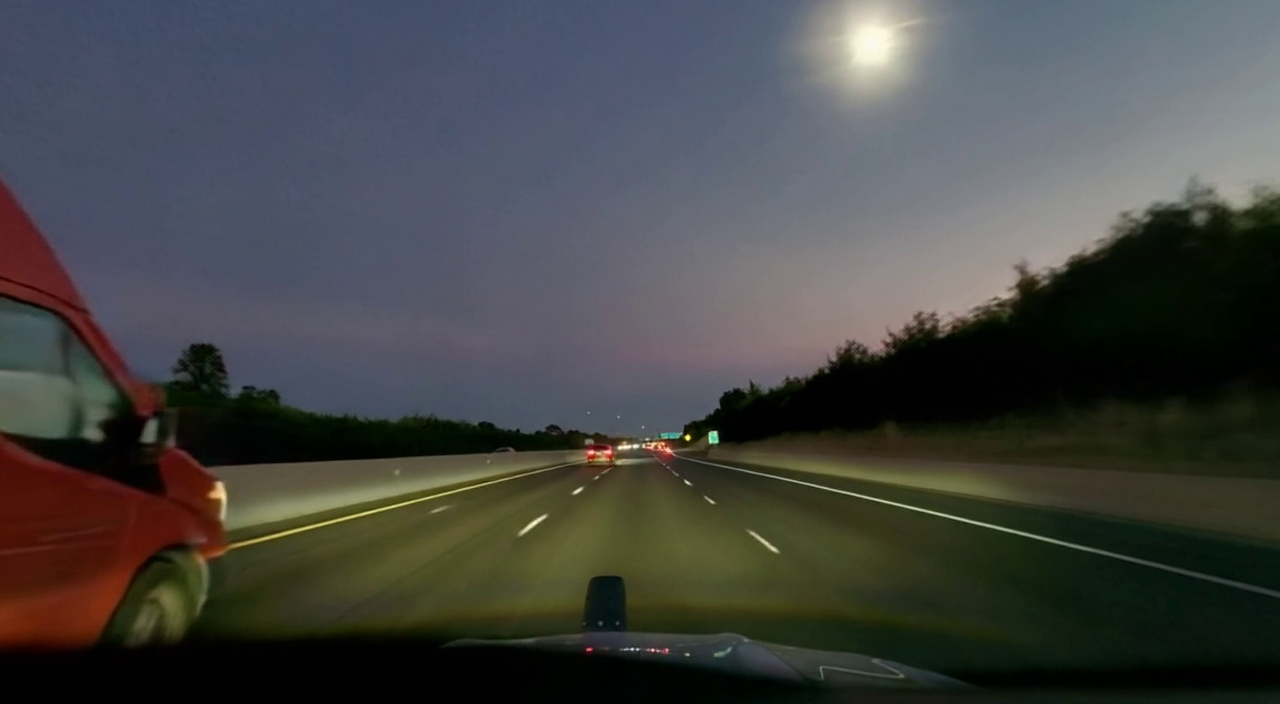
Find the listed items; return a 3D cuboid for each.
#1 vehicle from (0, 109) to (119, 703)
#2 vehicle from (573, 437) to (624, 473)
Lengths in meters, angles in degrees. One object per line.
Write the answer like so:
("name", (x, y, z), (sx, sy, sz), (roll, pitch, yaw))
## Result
("vehicle", (-4.021, -0.069, 0.255), (2.382, 2.736, 5.982), (0, -9, 0))
("vehicle", (-2.016, 5.196, 31.916), (2.183, 1.662, 3.968), (0, -9, 2))
